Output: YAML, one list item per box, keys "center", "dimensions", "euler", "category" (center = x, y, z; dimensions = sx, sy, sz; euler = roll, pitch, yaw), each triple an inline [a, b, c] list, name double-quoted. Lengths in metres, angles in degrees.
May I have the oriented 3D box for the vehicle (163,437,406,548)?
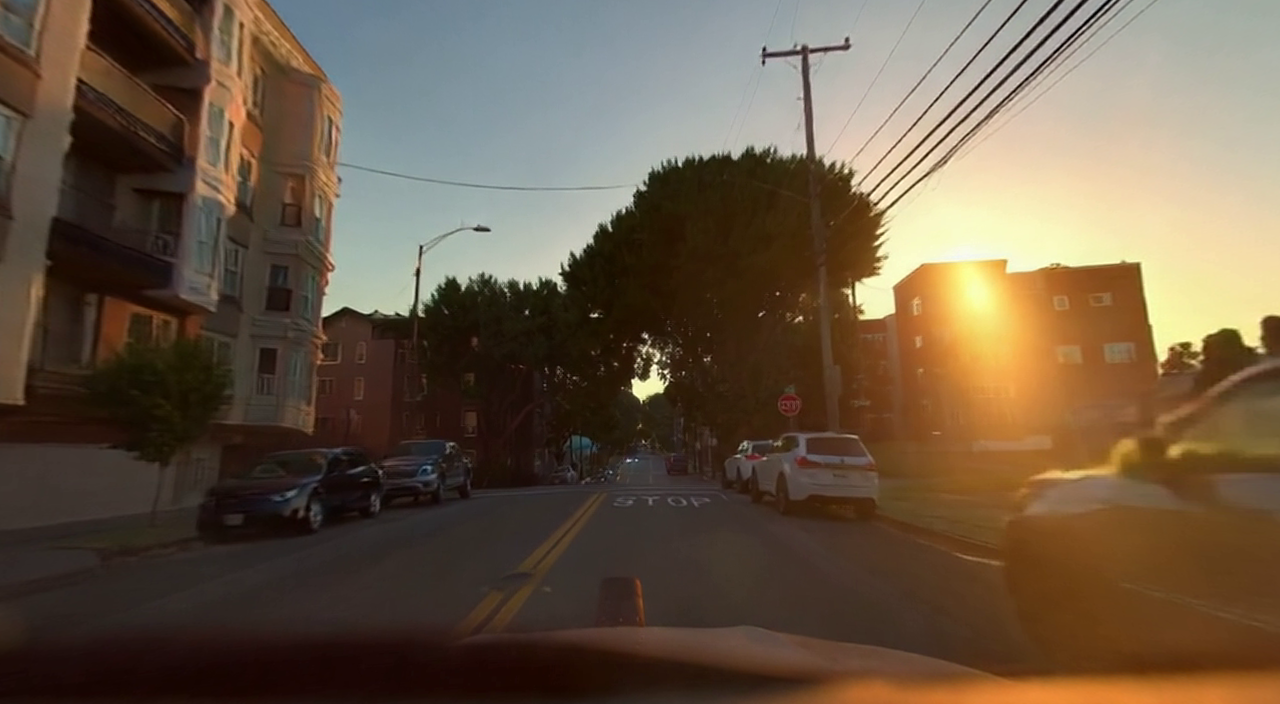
- center: [-6.310, 2.499, 11.998]
  dimensions: [2.069, 1.647, 4.359]
  euler: [-1, -8, 0]
  category: "vehicle"

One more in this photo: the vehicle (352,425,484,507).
- center: [-6.115, 3.304, 18.188]
  dimensions: [2.076, 1.913, 5.060]
  euler: [-3, -11, -1]
  category: "vehicle"

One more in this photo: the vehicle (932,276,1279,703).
- center: [3.306, 0.658, 2.021]
  dimensions: [2.082, 1.902, 5.122]
  euler: [0, -9, -3]
  category: "vehicle"

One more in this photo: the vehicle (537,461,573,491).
- center: [-5.911, 8.635, 44.363]
  dimensions: [1.987, 1.662, 4.141]
  euler: [-2, -7, -1]
  category: "vehicle"

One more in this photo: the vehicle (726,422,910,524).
- center: [3.330, 2.377, 13.000]
  dimensions: [2.154, 1.699, 4.591]
  euler: [0, -9, -4]
  category: "vehicle"
